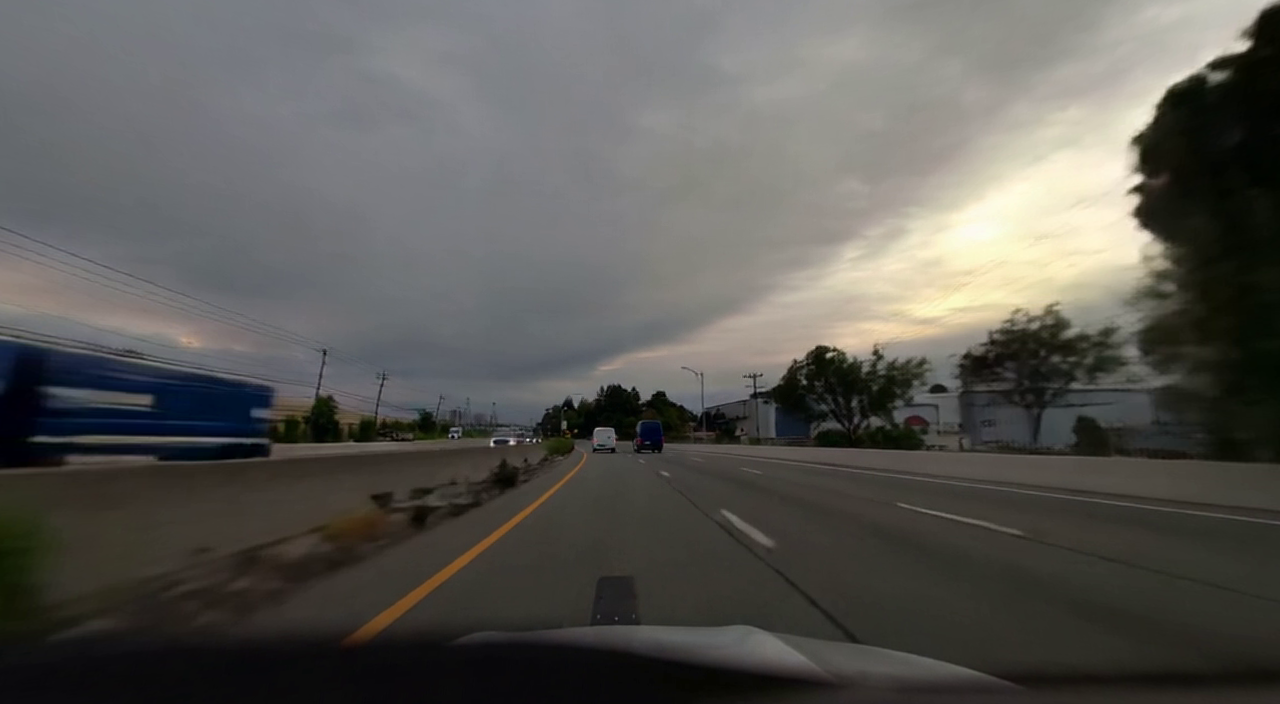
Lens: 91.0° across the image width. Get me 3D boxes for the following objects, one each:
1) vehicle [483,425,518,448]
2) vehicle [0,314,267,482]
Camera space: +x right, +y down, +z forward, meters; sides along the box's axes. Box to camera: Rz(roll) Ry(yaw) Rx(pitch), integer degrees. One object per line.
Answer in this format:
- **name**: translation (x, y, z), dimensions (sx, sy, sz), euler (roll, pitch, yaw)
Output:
- **vehicle**: translation (-9.846, 6.037, 44.662), dimensions (1.734, 1.560, 3.682), euler (0, -8, -2)
- **vehicle**: translation (-15.575, 1.636, 18.173), dimensions (3.028, 3.625, 11.168), euler (0, -8, -1)
